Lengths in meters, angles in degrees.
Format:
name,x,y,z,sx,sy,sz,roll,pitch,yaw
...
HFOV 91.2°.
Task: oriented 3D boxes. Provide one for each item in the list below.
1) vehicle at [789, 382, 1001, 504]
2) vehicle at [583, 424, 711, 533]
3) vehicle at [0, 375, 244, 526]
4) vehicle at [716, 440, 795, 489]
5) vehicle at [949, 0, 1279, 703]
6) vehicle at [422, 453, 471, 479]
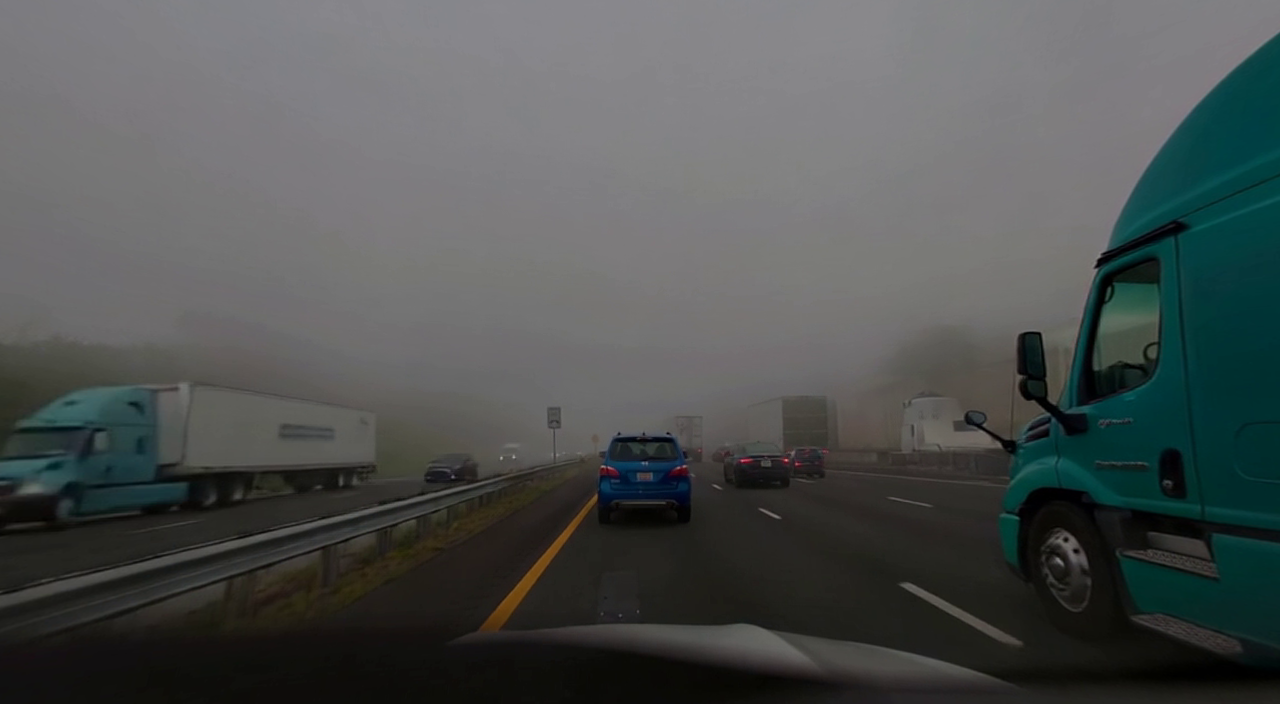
name,x,y,z,sx,sy,sz,roll,pitch,yaw
vehicle,7.997,3.208,21.887,2.799,3.188,10.578,0,-9,-1
vehicle,0.114,2.232,11.490,1.965,1.664,3.428,0,-9,0
vehicle,-15.923,3.052,19.678,3.025,3.994,5.884,0,-9,-1
vehicle,3.840,3.803,21.433,1.859,1.512,3.711,0,-9,-2
vehicle,4.209,-0.115,2.263,2.987,3.877,5.881,0,-9,0
vehicle,-12.341,7.272,40.133,1.917,1.518,3.802,0,-9,0
